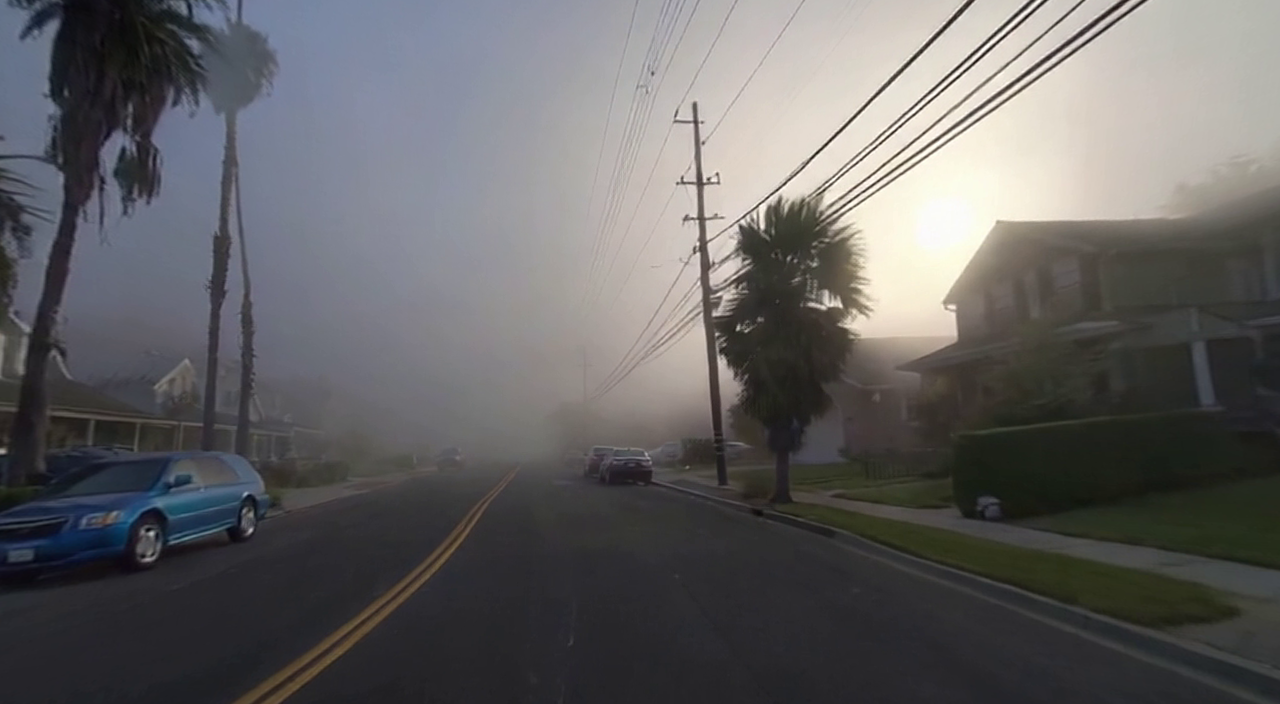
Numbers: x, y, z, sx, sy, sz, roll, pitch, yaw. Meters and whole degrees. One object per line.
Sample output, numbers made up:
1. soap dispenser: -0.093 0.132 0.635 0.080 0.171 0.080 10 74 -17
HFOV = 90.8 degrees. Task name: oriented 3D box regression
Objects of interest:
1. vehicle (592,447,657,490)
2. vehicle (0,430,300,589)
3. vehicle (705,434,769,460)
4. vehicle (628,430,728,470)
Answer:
1. vehicle: -0.690 4.415 24.335 1.870 1.490 3.802 1 -9 -11
2. vehicle: -7.554 2.303 9.843 2.410 1.790 4.699 -1 -10 -8
3. vehicle: 7.247 7.152 47.514 4.219 1.693 2.324 5 -9 -9
4. vehicle: 2.257 6.084 39.285 5.900 2.328 2.603 1 -9 -5
